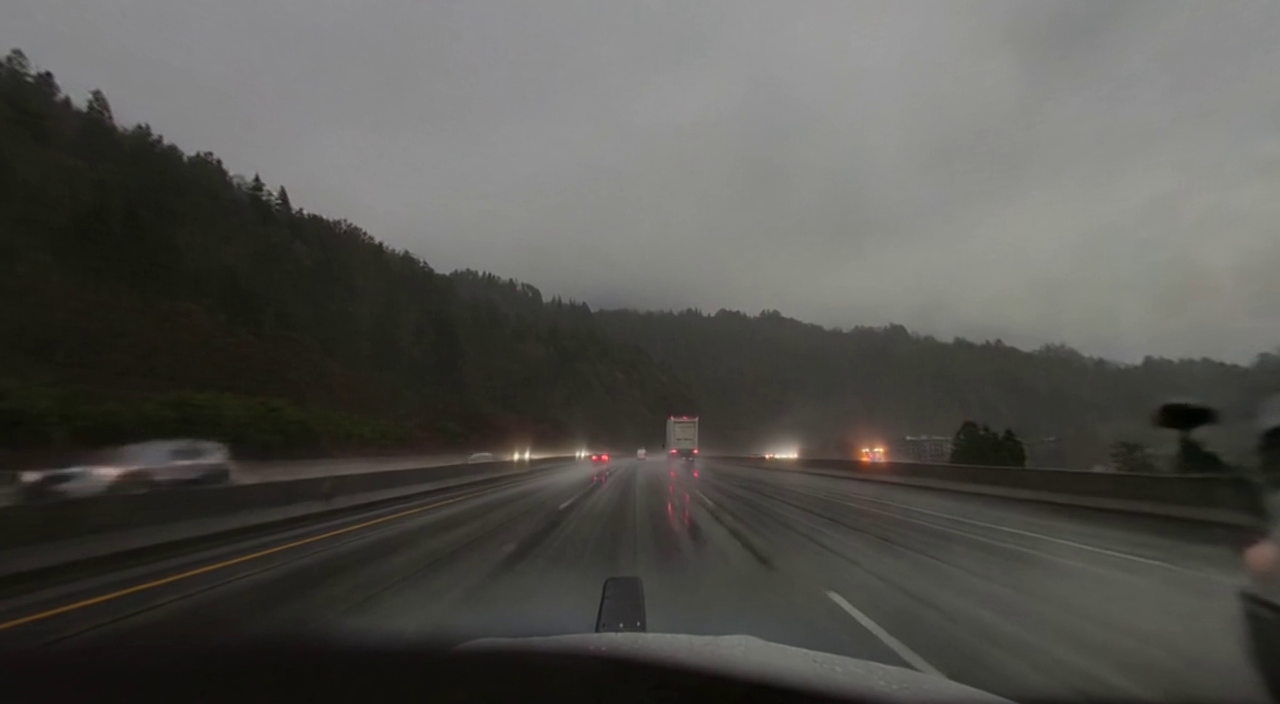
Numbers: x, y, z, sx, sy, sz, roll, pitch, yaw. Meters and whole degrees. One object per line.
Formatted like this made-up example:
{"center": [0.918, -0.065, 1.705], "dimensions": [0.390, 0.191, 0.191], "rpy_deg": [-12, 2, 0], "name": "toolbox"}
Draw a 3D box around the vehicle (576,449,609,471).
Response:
{"center": [-3.393, 7.843, 46.113], "dimensions": [2.091, 1.522, 4.301], "rpy_deg": [0, -9, 0], "name": "vehicle"}
